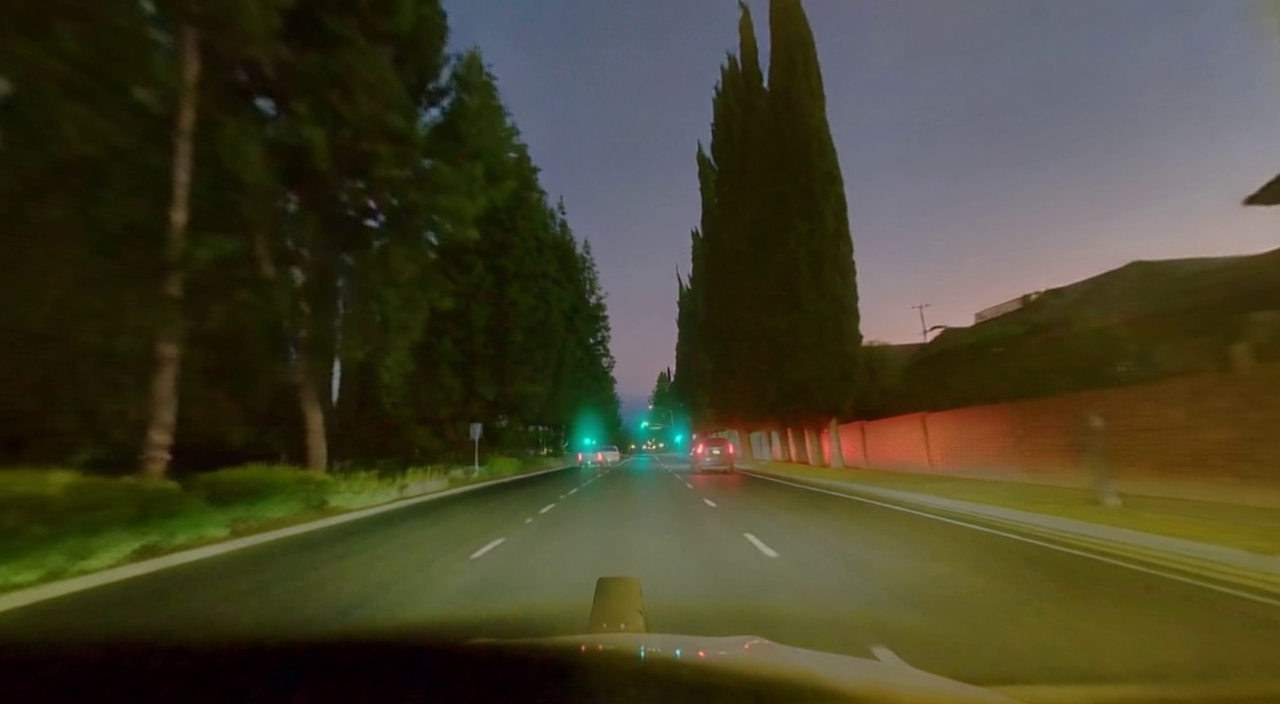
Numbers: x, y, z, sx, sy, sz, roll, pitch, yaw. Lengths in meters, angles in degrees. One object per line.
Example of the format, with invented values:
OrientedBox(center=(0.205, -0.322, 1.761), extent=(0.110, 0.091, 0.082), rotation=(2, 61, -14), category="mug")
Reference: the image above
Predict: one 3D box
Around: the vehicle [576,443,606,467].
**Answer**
OrientedBox(center=(-3.734, 7.967, 49.136), extent=(2.002, 1.747, 4.728), rotation=(0, -8, 0), category="vehicle")

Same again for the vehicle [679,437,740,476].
OrientedBox(center=(3.260, 5.039, 30.610), extent=(2.321, 1.695, 5.037), rotation=(0, -8, 0), category="vehicle")
